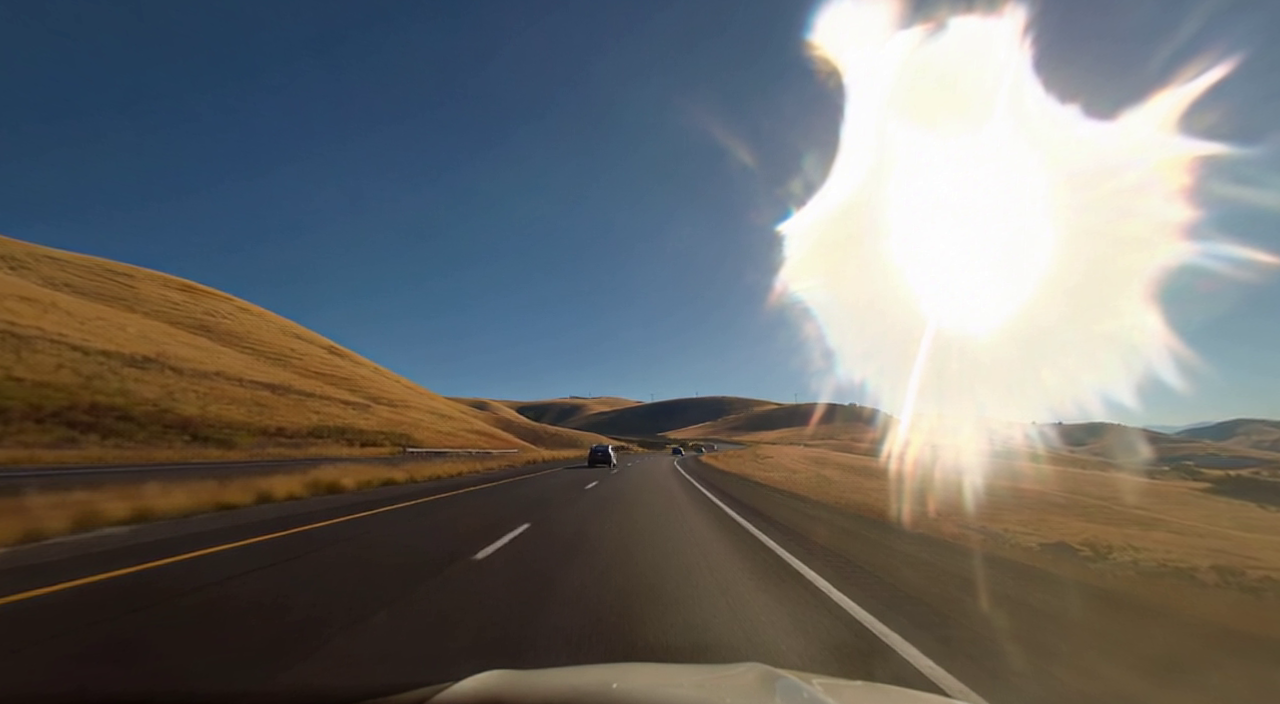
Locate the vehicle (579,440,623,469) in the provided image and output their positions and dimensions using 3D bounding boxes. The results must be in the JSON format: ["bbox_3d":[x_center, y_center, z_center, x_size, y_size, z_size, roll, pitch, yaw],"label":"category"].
[{"bbox_3d":[-2.421,6.536,40.572,2.252,1.743,4.560,-1,-9,3],"label":"vehicle"}]
